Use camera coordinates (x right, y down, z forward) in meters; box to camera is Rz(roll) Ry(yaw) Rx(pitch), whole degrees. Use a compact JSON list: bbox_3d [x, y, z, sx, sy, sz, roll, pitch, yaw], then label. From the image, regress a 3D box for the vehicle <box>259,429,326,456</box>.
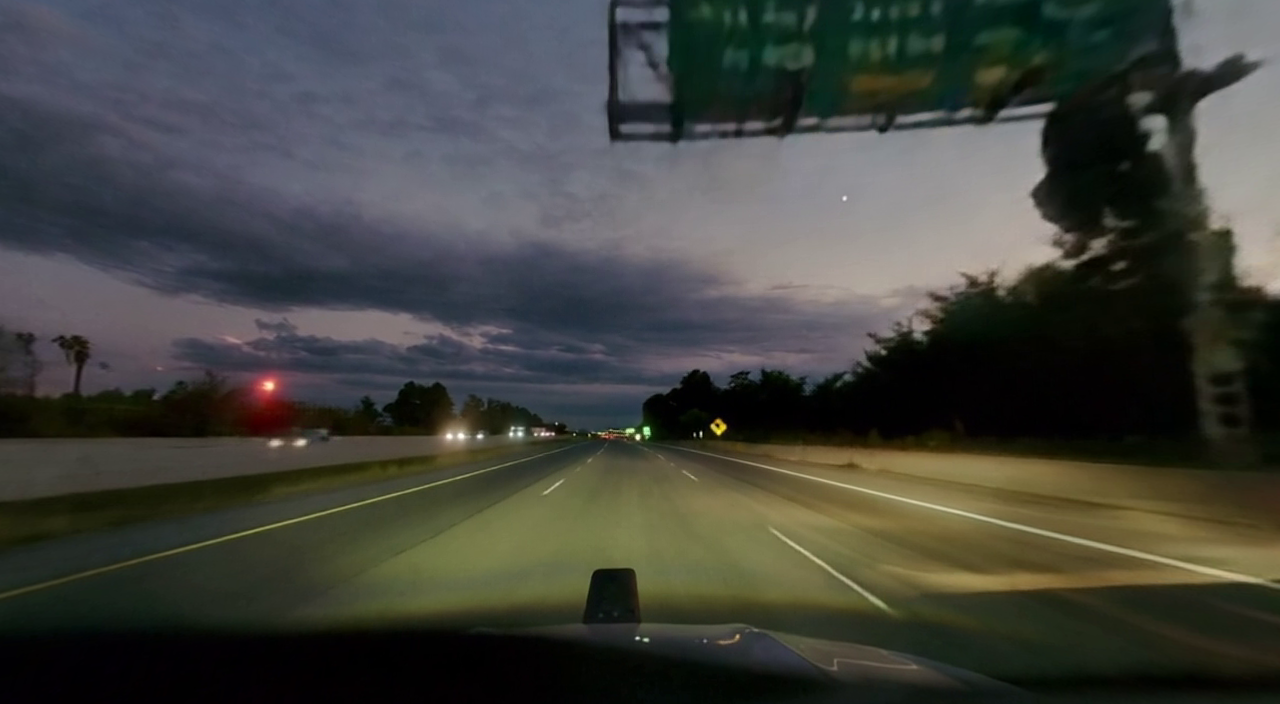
[{"bbox_3d":[-19.956,5.214,36.367,1.749,1.426,3.790,0,-8,-2],"label":"vehicle"}]
